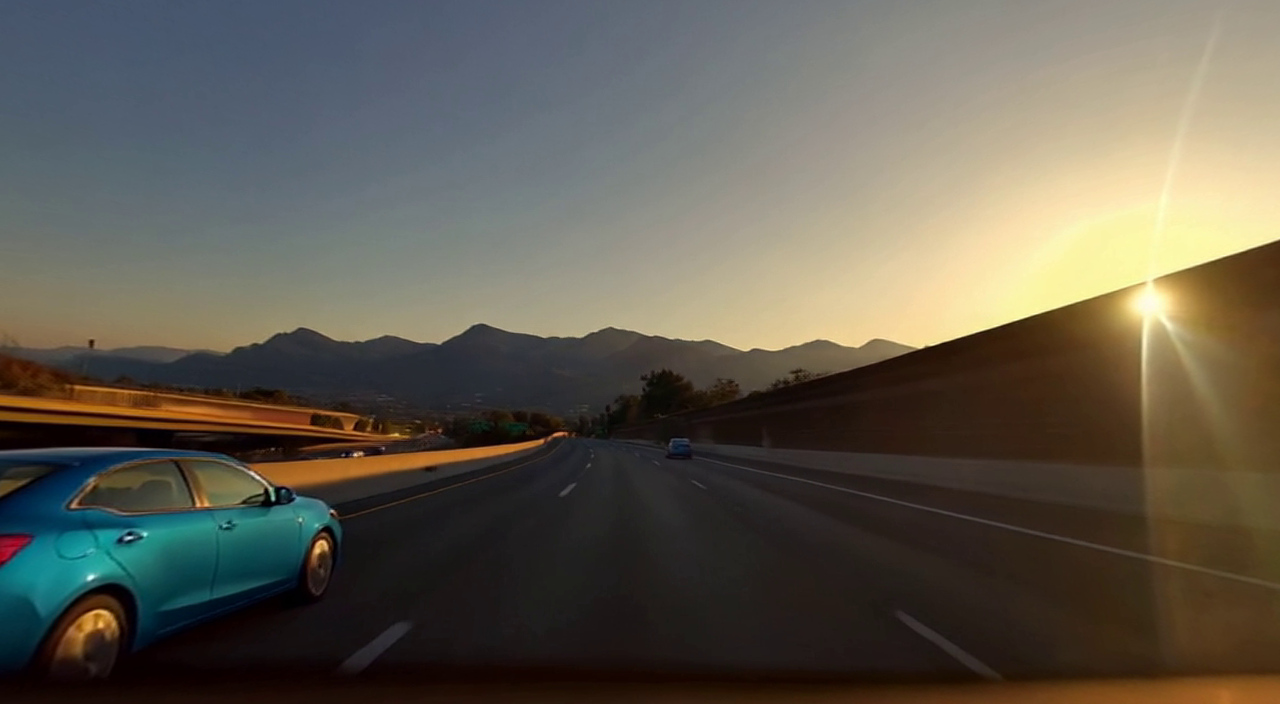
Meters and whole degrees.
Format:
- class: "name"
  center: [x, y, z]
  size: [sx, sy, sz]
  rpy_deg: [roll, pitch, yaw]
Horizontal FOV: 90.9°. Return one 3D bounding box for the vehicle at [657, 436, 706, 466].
- class: "vehicle"
  center: [2.089, 5.172, 32.952]
  size: [1.985, 1.440, 4.466]
  rpy_deg: [0, -8, -3]
